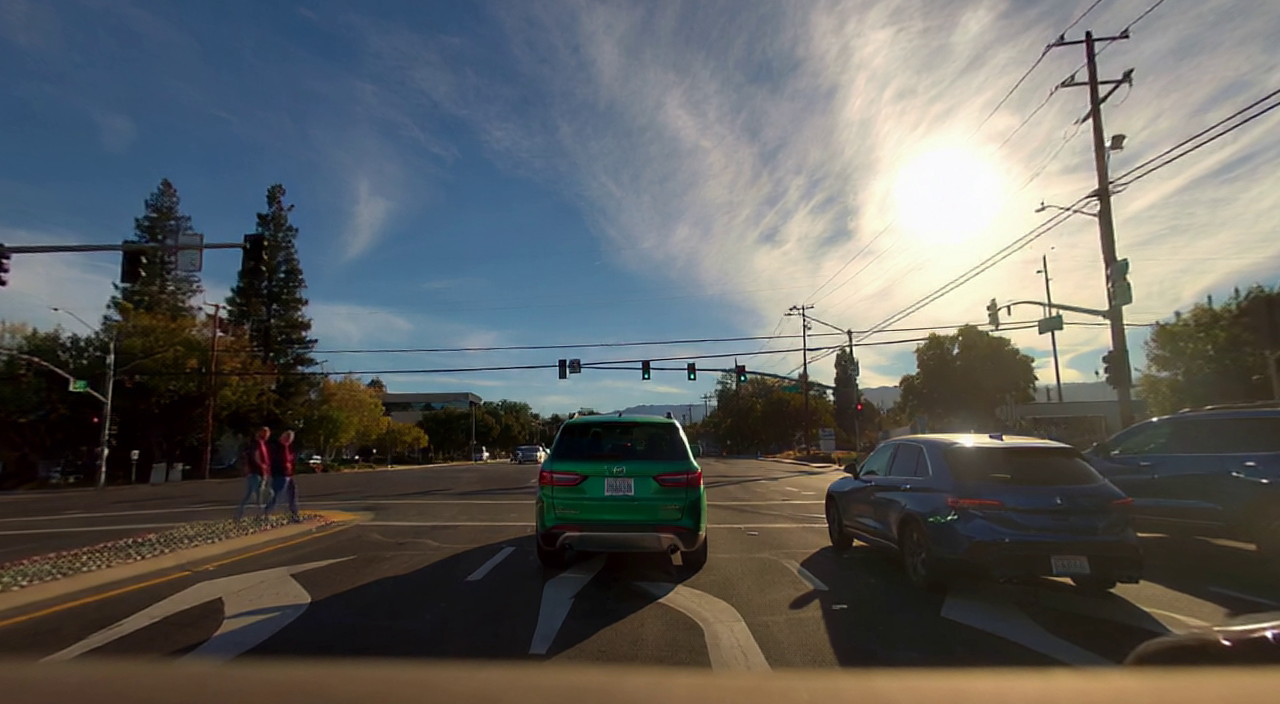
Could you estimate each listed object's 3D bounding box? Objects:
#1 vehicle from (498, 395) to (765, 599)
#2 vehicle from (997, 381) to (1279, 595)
[{"bbox_3d":[-0.108,1.562,7.627,2.285,1.729,4.252,0,-9,-1],"label":"vehicle"},{"bbox_3d":[6.575,1.440,7.242,2.119,1.827,4.806,0,-9,0],"label":"vehicle"}]
